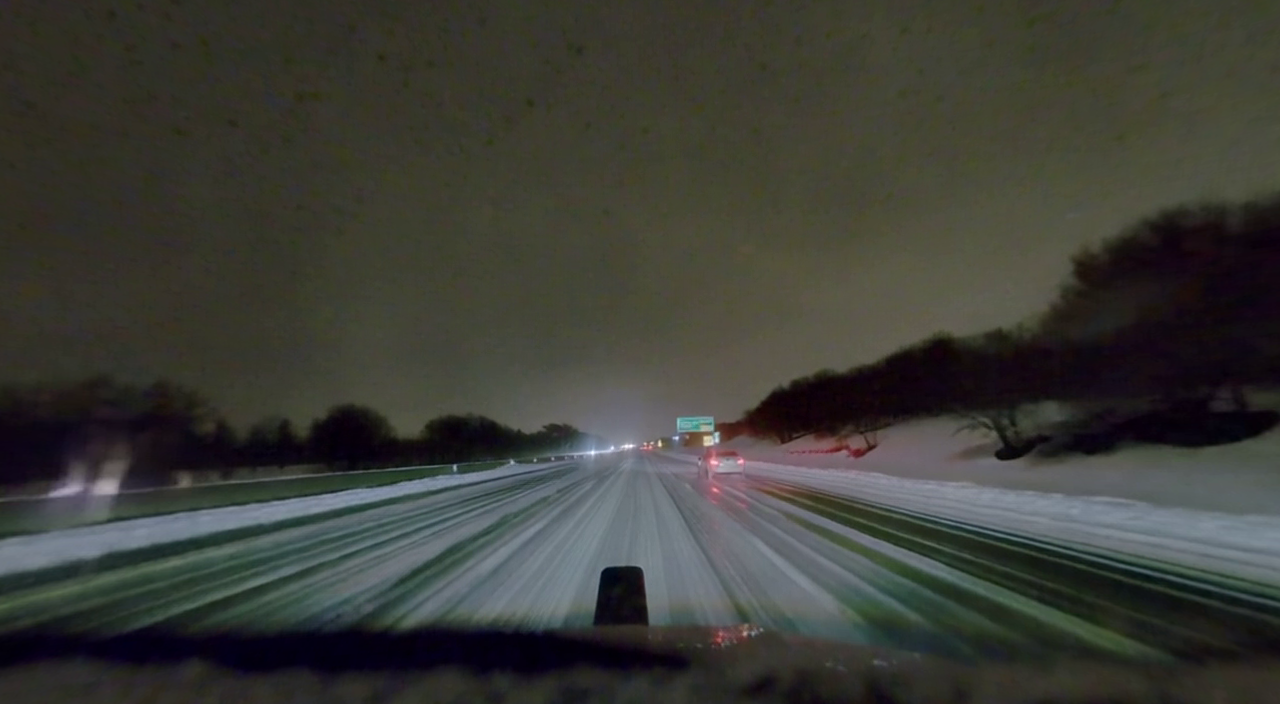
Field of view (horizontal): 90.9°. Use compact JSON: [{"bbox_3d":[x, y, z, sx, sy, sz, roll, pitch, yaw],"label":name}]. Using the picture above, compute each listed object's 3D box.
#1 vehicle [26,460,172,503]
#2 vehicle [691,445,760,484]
[{"bbox_3d":[-21.459,5.121,25.326,1.807,1.449,4.553,0,-8,0],"label":"vehicle"},{"bbox_3d":[3.466,4.667,26.476,2.193,1.462,4.533,0,-8,-1],"label":"vehicle"}]
